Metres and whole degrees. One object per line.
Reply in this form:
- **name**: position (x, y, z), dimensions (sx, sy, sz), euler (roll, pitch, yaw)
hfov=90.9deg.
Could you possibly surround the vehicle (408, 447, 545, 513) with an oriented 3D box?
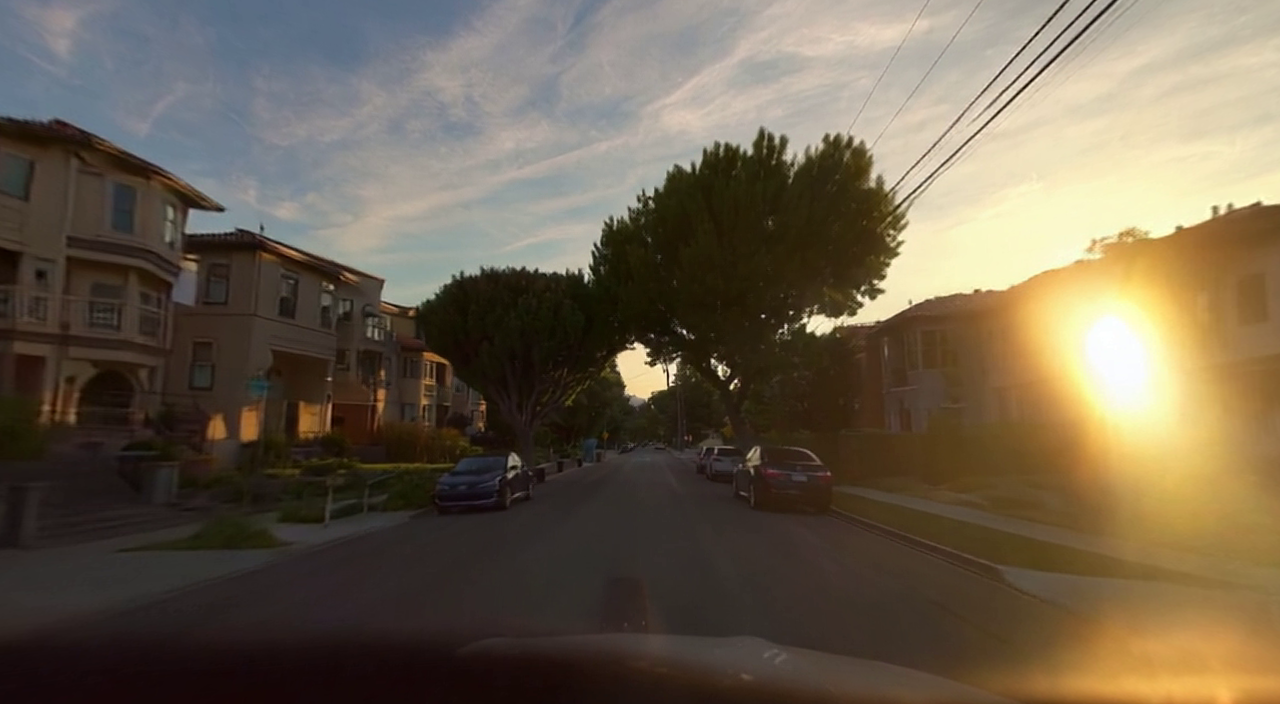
- **vehicle**: position (-3.756, 3.006, 15.319), dimensions (1.995, 1.330, 4.080), euler (-1, -8, 4)

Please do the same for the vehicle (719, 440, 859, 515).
- **vehicle**: position (3.244, 2.846, 15.011), dimensions (2.000, 1.456, 5.251), euler (0, -8, -1)
